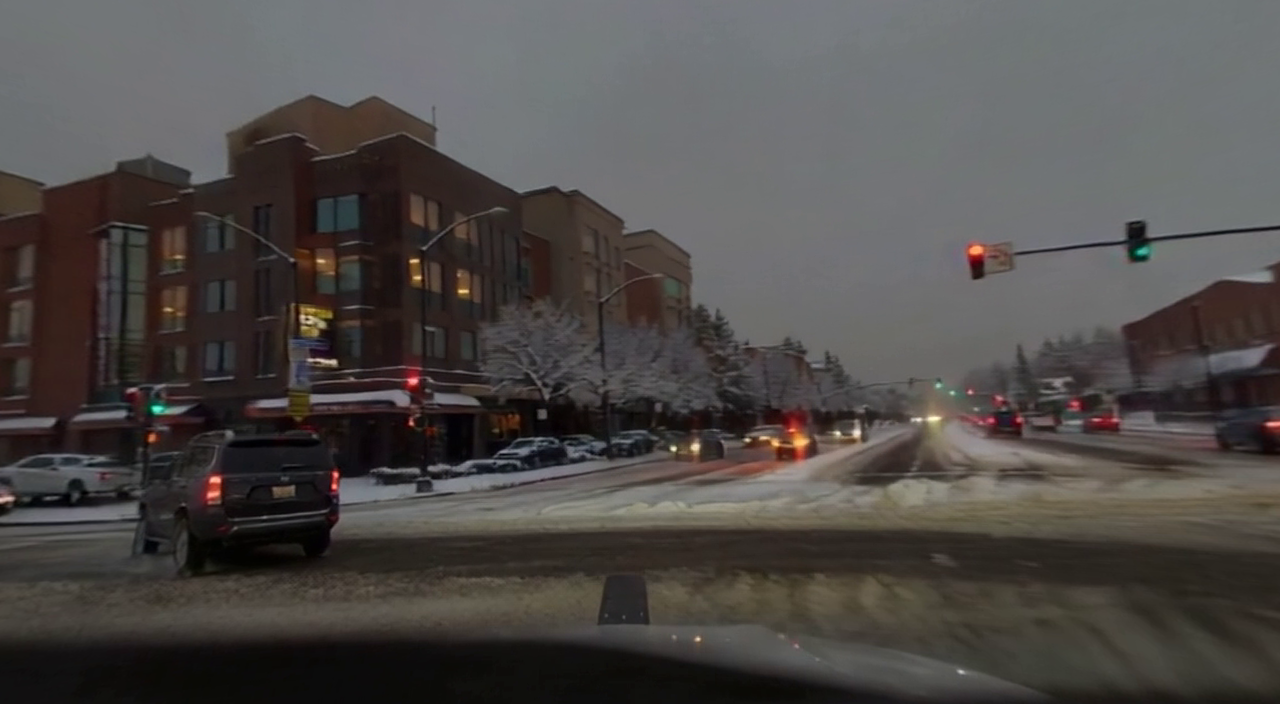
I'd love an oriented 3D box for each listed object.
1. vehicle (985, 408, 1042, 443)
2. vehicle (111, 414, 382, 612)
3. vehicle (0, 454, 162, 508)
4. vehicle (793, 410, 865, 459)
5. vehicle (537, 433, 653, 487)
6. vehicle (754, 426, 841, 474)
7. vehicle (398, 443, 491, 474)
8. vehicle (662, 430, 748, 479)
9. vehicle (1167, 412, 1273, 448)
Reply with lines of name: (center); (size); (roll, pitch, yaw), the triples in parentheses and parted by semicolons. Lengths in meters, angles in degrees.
vehicle: (22.353, 4.479, 37.957); (2.115, 1.932, 5.189); (-4, -8, 22)
vehicle: (-5.498, 1.884, 8.511); (2.157, 1.863, 4.665); (7, -11, -42)
vehicle: (-22.103, 4.875, 24.460); (2.060, 1.732, 5.462); (0, -9, 13)
vehicle: (8.926, 3.881, 29.429); (2.428, 2.035, 5.636); (-4, -9, 23)
vehicle: (-1.457, 3.847, 23.065); (1.993, 1.708, 5.219); (-4, -9, 24)
vehicle: (5.732, 3.440, 22.477); (2.149, 1.487, 4.667); (-4, -9, 24)
vehicle: (-9.765, 5.275, 31.474); (4.286, 1.210, 1.877); (-3, -4, 26)
vehicle: (2.422, 3.616, 22.597); (1.931, 1.561, 3.882); (-4, -8, 23)
vehicle: (24.976, 3.416, 27.359); (1.863, 1.426, 4.494); (-4, -8, 23)
